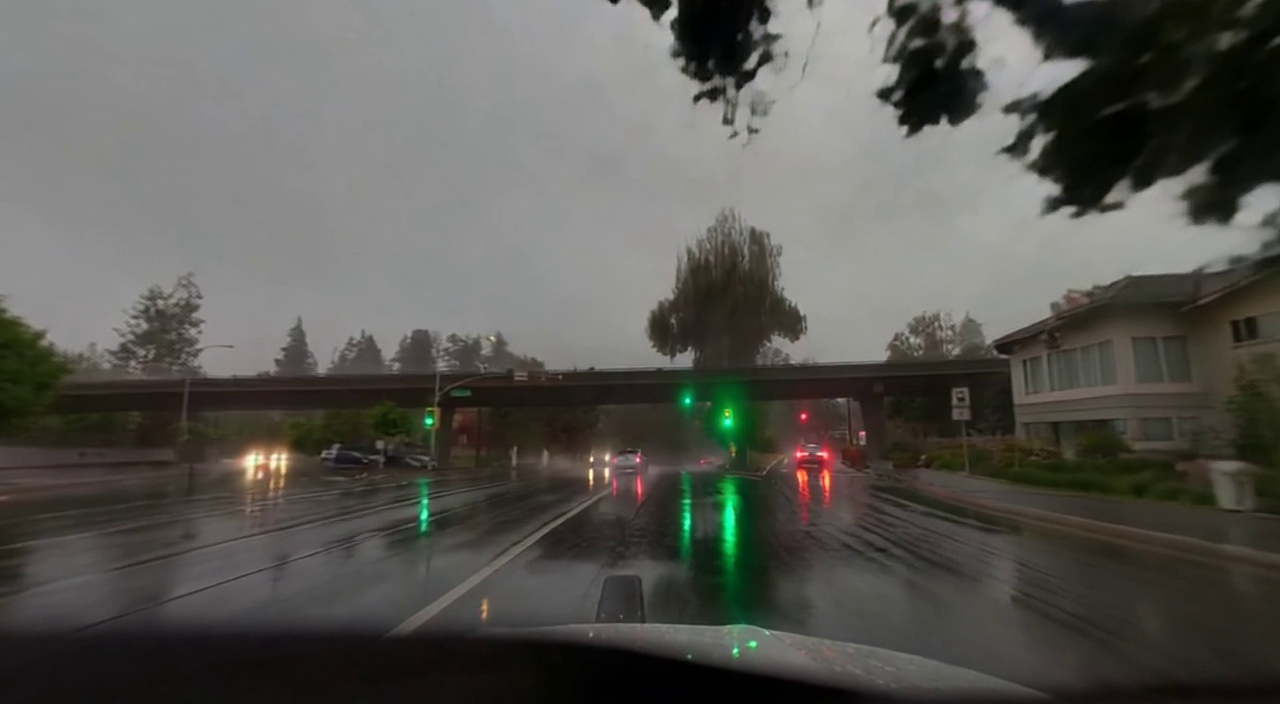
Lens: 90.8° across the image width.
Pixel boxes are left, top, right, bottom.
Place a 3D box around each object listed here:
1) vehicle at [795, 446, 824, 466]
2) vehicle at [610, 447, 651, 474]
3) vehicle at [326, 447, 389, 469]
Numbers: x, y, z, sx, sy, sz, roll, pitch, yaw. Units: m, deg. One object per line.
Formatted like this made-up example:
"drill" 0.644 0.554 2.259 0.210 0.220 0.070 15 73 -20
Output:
"vehicle" 13.162 8.089 49.249 2.058 1.475 4.587 -2 -9 14
"vehicle" -0.522 6.653 38.865 1.997 1.542 4.202 -1 -9 6
"vehicle" -21.670 8.129 48.523 3.877 1.623 2.049 -2 -9 11
